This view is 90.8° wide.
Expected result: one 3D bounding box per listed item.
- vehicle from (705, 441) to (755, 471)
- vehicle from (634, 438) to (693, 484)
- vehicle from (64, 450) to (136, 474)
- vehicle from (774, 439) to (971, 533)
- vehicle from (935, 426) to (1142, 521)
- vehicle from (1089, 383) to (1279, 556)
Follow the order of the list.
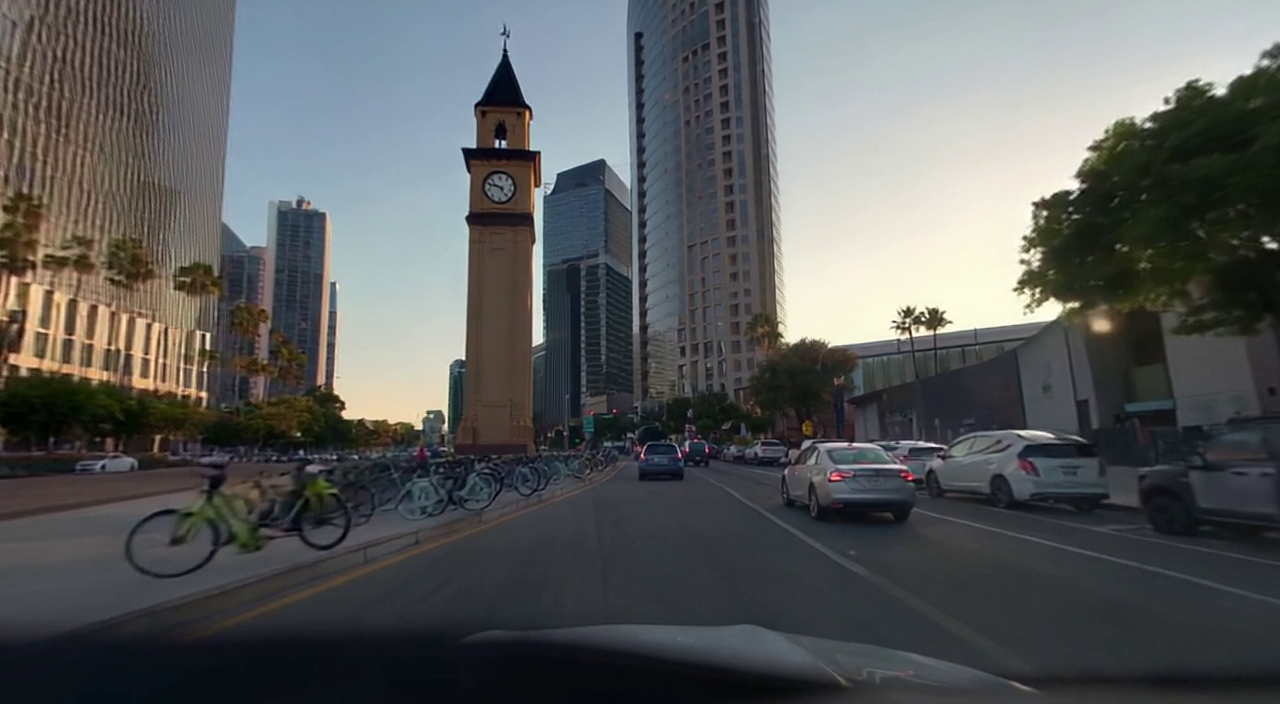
[{"bbox_3d":[5.113,5.990,36.489,1.981,1.572,4.718,0,-9,-2],"label":"vehicle"},{"bbox_3d":[0.887,4.209,24.609,2.111,1.605,3.832,0,-9,1],"label":"vehicle"},{"bbox_3d":[-41.650,8.444,48.884,2.006,1.732,4.736,1,-9,-10],"label":"vehicle"},{"bbox_3d":[4.278,2.530,12.630,2.116,1.500,4.702,0,-9,0],"label":"vehicle"},{"bbox_3d":[9.401,2.880,15.565,2.041,1.941,4.884,-1,-9,3],"label":"vehicle"},{"bbox_3d":[9.145,1.597,8.752,2.093,2.154,5.193,-1,-9,2],"label":"vehicle"}]
